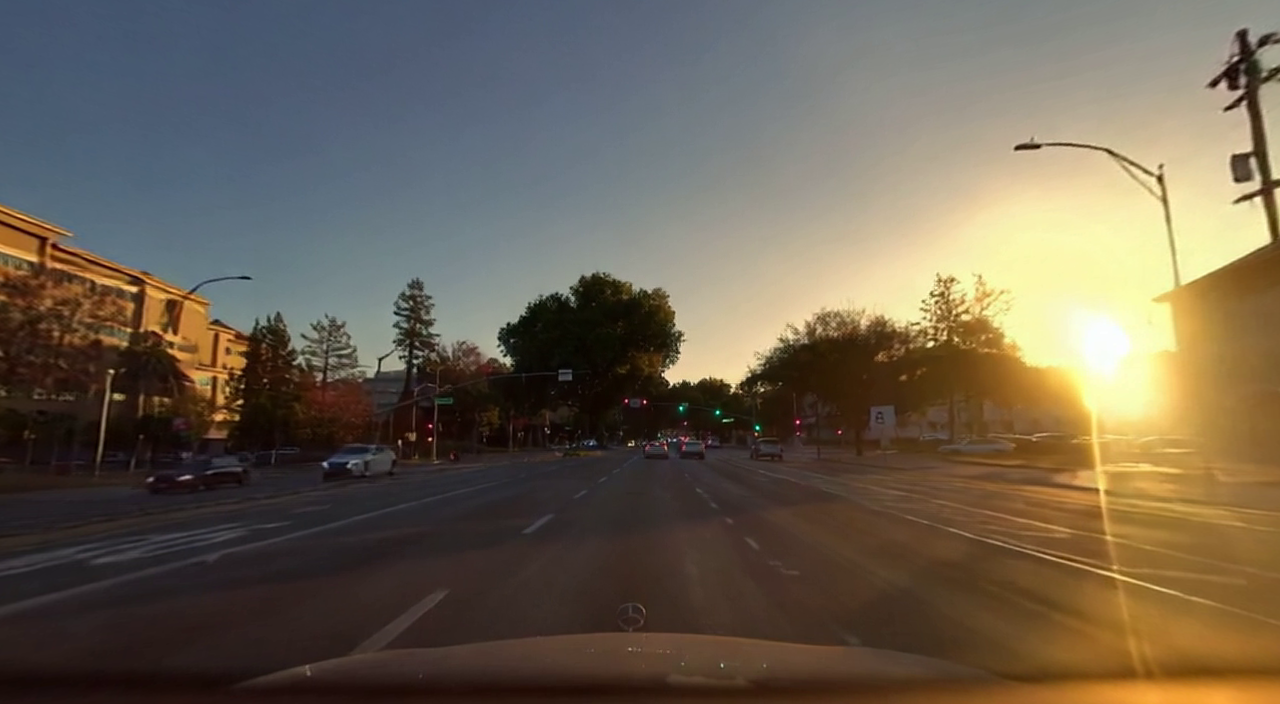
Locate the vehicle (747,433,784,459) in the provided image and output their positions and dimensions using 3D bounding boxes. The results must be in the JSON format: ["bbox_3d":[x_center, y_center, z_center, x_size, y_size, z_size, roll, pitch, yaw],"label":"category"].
[{"bbox_3d":[9.578,7.218,48.484,2.132,1.892,4.851,-1,-8,3],"label":"vehicle"}]

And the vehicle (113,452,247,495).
[{"bbox_3d":[-18.325,4.834,25.451,1.939,1.500,4.547,0,-9,1],"label":"vehicle"}]

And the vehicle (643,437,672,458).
[{"bbox_3d":[1.301,7.201,47.445,2.099,1.516,4.681,0,-9,2],"label":"vehicle"}]

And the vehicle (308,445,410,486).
[{"bbox_3d":[-11.200,4.538,25.555,1.943,1.463,4.707,0,-9,1],"label":"vehicle"}]
